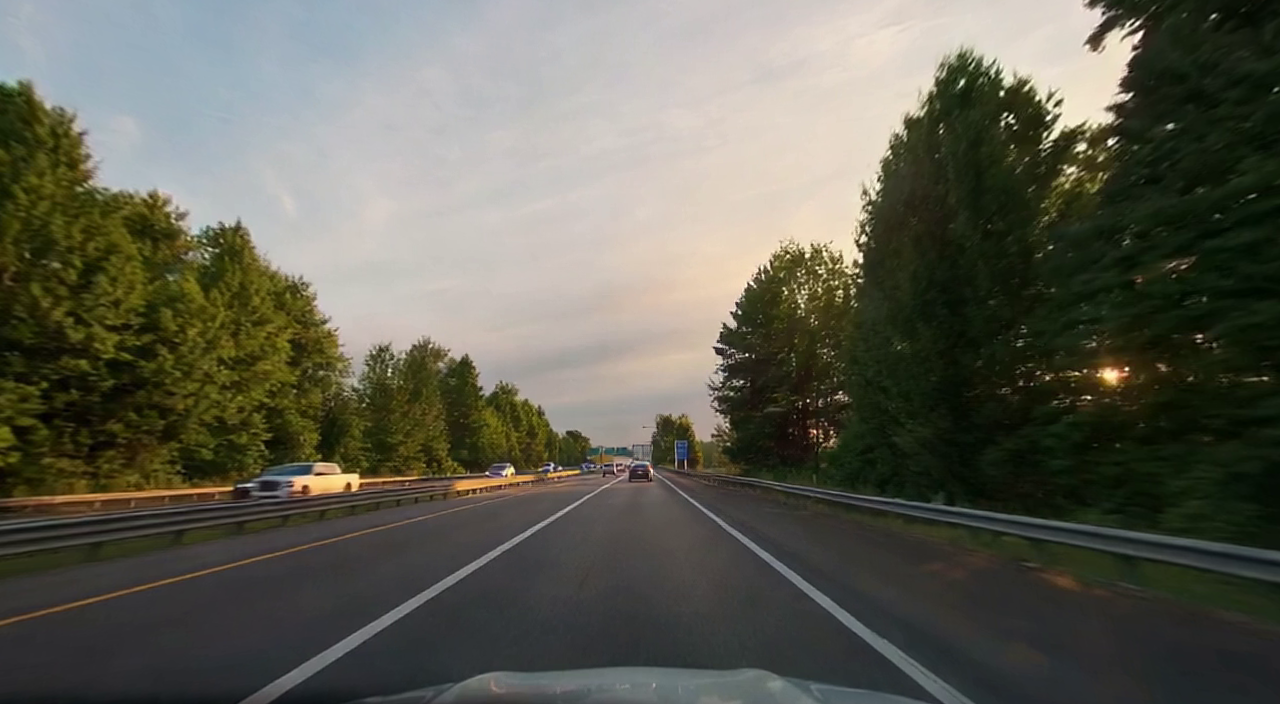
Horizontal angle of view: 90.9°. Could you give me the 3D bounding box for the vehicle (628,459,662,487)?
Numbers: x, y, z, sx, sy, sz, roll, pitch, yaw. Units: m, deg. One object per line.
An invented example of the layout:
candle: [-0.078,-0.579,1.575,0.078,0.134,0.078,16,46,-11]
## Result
vehicle: [0.322,7.778,40.478,2.048,1.663,4.377,1,-10,0]

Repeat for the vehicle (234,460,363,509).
vehicle: [-11.703,4.572,21.988,1.949,1.474,4.439,1,-10,1]

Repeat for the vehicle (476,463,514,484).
vehicle: [-11.319,9.497,49.306,1.894,1.469,3.976,0,-10,1]
